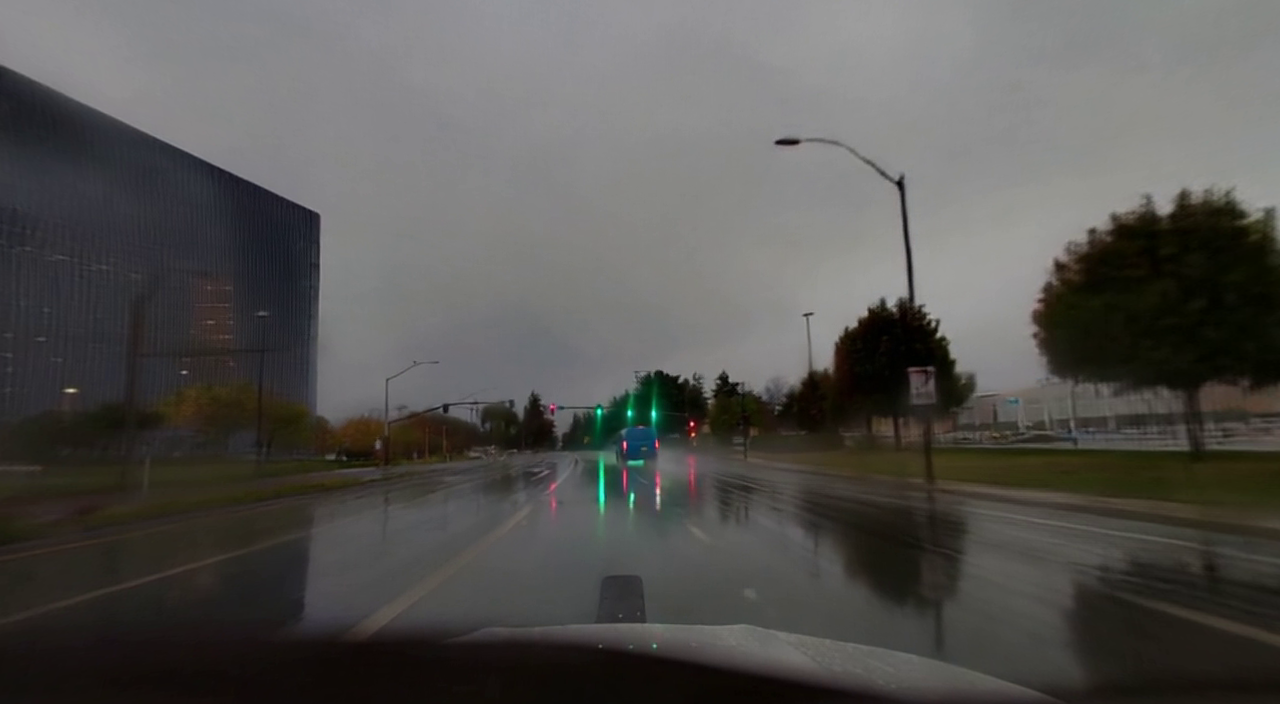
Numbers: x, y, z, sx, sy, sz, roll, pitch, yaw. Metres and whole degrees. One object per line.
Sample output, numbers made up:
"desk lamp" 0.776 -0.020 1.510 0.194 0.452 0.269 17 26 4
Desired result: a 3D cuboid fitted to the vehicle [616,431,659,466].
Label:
"vehicle" -0.258 6.607 43.410 2.339 2.244 4.817 1 -8 -8
